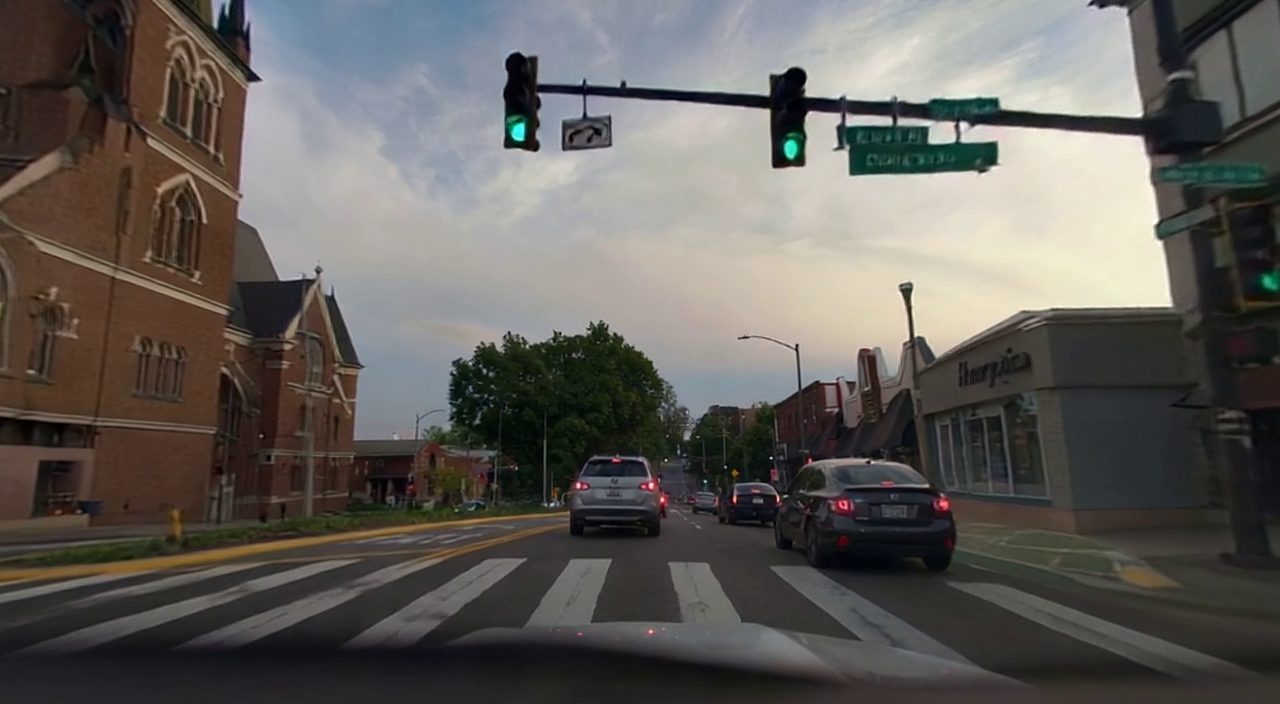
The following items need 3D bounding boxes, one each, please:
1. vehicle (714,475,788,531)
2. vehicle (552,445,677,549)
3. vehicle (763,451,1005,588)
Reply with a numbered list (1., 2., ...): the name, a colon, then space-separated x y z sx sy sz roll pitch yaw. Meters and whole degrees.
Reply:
1. vehicle: 3.663 5.058 21.548 1.890 1.491 4.166 0 -8 2
2. vehicle: -0.444 2.830 13.087 2.168 1.776 4.135 0 -8 0
3. vehicle: 3.195 2.255 9.434 1.883 1.472 4.471 0 -8 1
